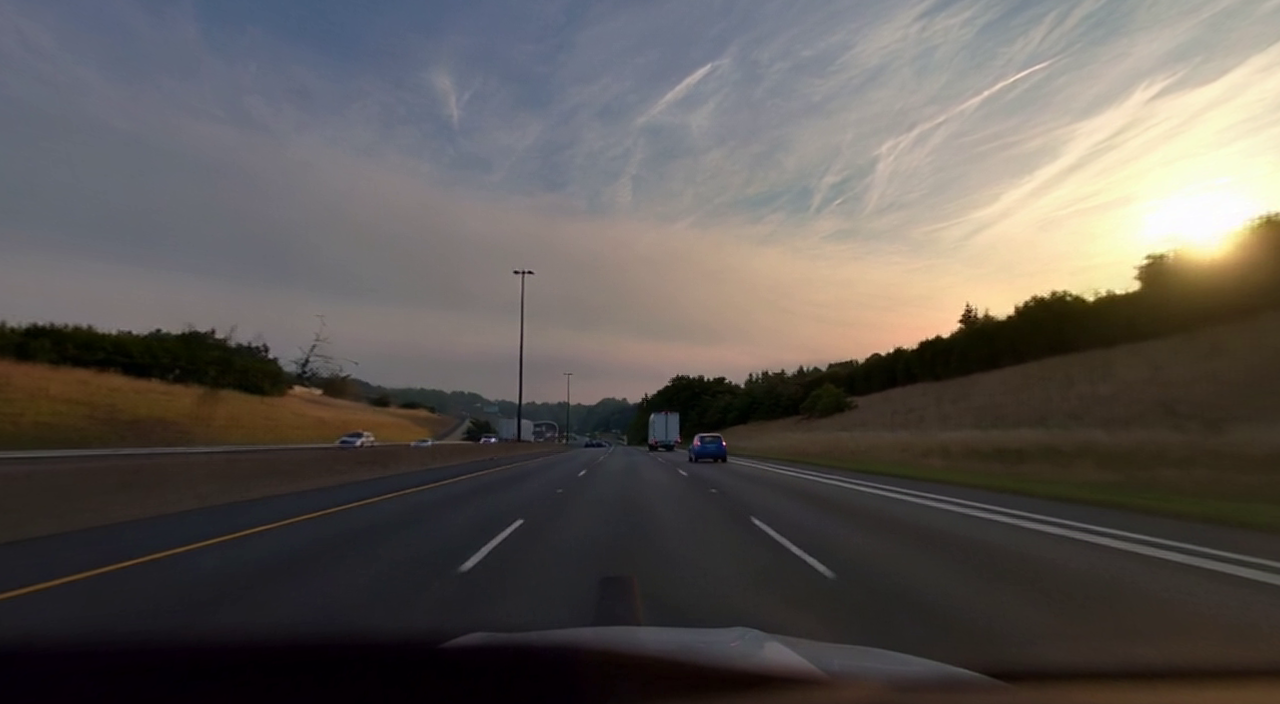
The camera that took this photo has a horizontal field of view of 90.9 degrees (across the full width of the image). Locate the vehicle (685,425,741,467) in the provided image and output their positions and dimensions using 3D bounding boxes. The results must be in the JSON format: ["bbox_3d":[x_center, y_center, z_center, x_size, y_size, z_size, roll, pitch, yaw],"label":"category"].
[{"bbox_3d":[3.530,4.621,31.150,2.076,1.914,4.287,0,-8,-2],"label":"vehicle"}]
